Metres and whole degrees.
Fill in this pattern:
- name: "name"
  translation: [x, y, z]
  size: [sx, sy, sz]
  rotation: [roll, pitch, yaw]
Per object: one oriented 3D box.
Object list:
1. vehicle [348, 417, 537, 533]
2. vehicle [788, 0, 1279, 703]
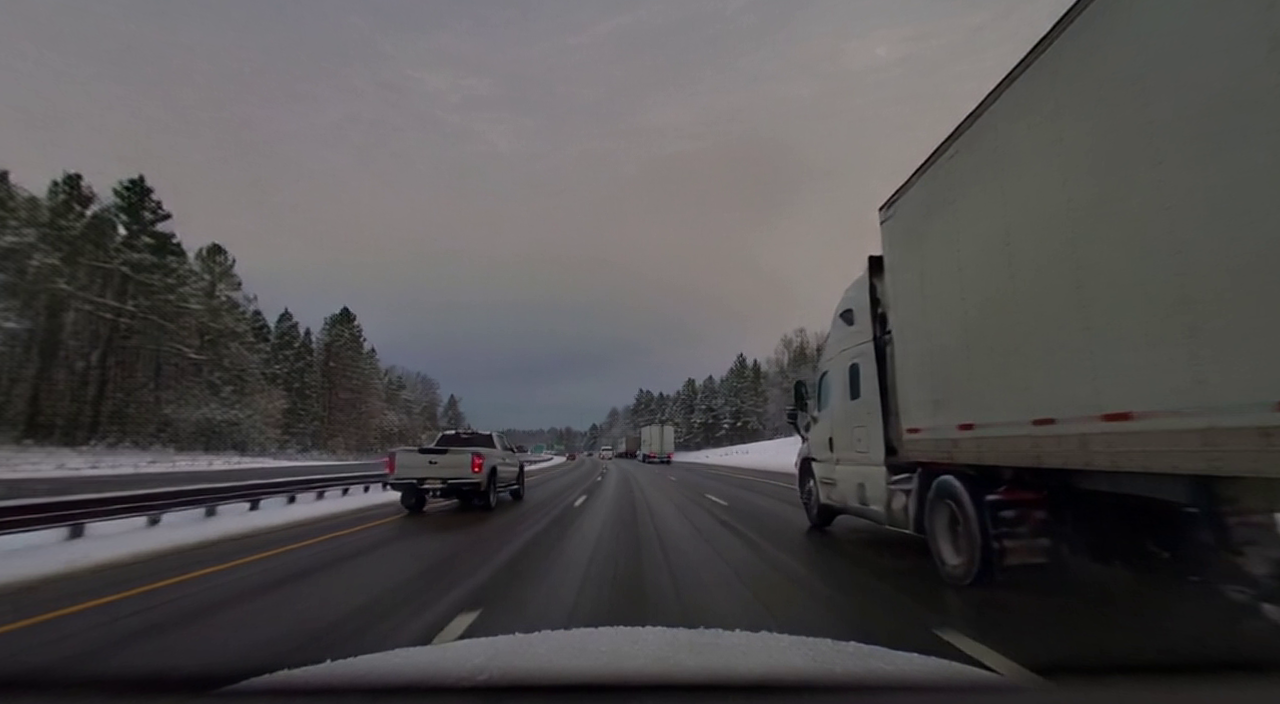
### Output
- name: "vehicle"
  translation: [-3.753, 2.476, 13.220]
  size: [2.337, 1.942, 4.984]
  rotation: [0, -9, 0]
- name: "vehicle"
  translation: [4.286, 0.379, 6.397]
  size: [2.958, 3.990, 10.216]
  rotation: [0, -9, 0]
